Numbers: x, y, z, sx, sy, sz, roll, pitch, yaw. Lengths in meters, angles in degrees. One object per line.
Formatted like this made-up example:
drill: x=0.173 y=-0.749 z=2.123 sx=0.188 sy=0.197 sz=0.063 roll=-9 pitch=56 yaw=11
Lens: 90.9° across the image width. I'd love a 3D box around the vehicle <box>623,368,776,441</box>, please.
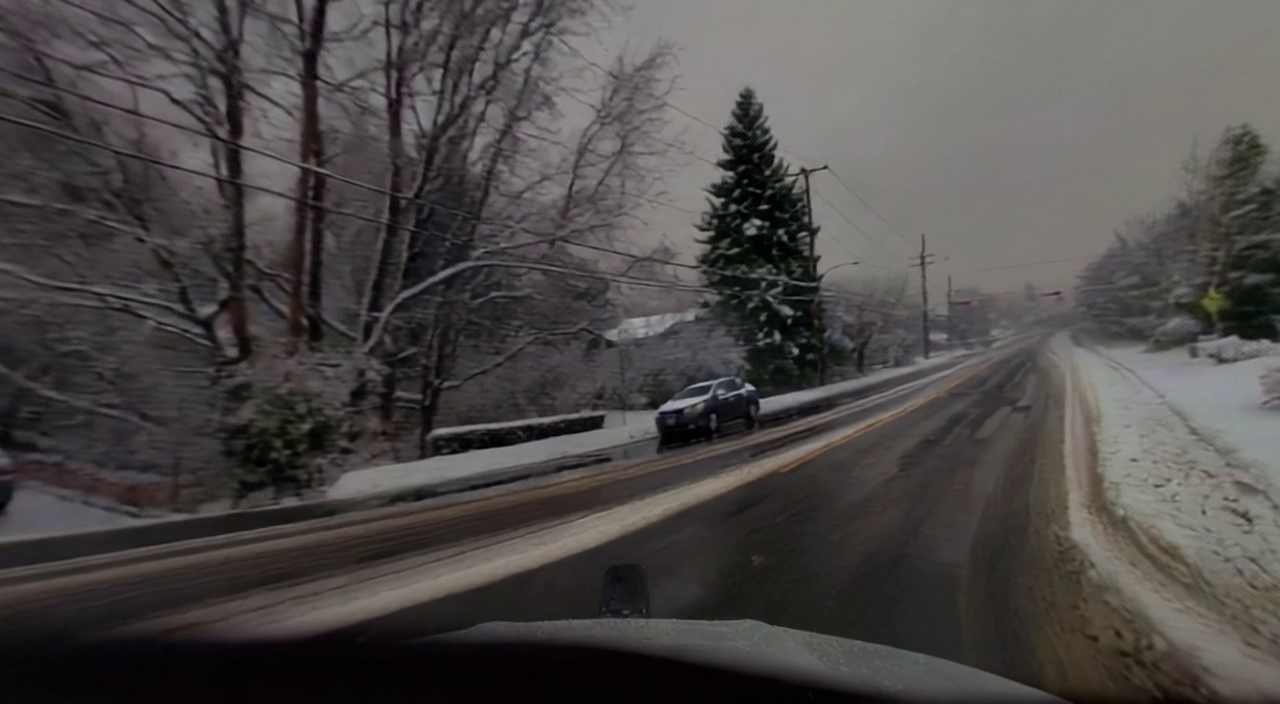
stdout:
vehicle: x=1.951 y=1.468 z=18.723 sx=2.032 sy=1.595 sz=5.289 roll=-5 pitch=-1 yaw=36
